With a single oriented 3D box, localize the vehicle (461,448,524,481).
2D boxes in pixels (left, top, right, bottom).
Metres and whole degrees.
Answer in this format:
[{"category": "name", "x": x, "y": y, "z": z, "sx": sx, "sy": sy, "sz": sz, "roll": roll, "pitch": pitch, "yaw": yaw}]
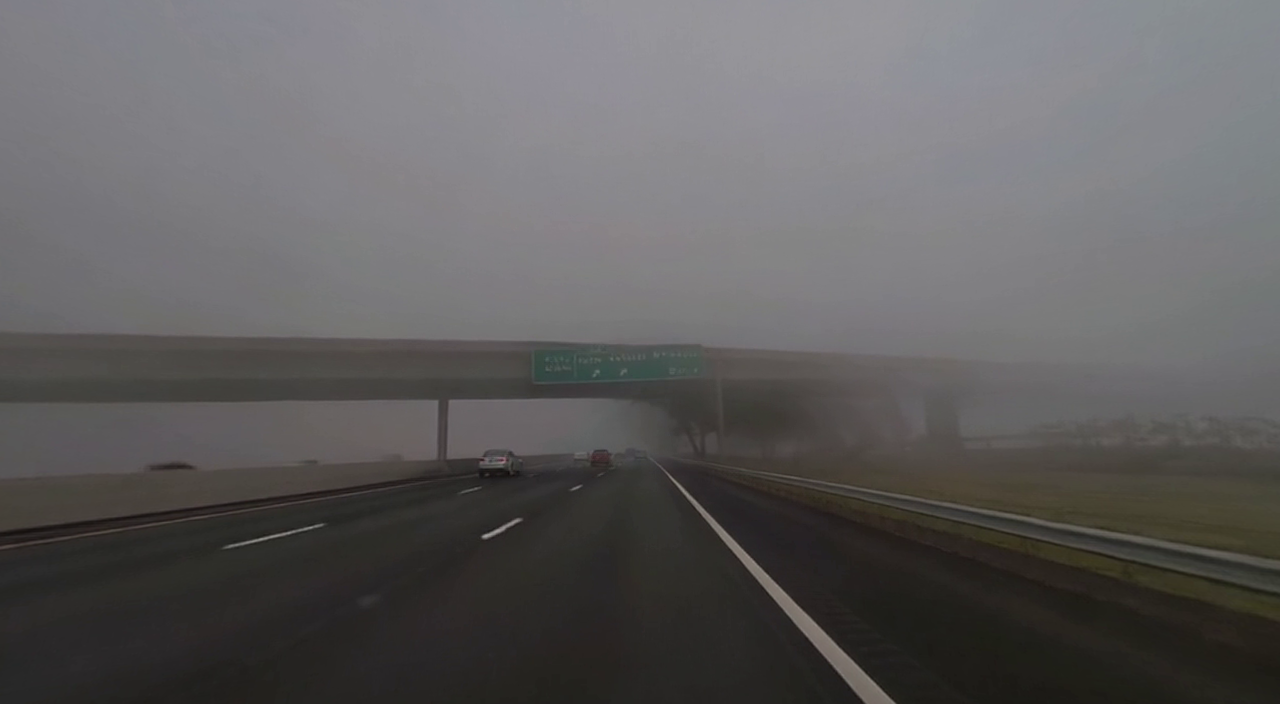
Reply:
[{"category": "vehicle", "x": -7.339, "y": 5.625, "z": 31.848, "sx": 2.002, "sy": 1.507, "sz": 4.631, "roll": 0, "pitch": -9, "yaw": 1}]
